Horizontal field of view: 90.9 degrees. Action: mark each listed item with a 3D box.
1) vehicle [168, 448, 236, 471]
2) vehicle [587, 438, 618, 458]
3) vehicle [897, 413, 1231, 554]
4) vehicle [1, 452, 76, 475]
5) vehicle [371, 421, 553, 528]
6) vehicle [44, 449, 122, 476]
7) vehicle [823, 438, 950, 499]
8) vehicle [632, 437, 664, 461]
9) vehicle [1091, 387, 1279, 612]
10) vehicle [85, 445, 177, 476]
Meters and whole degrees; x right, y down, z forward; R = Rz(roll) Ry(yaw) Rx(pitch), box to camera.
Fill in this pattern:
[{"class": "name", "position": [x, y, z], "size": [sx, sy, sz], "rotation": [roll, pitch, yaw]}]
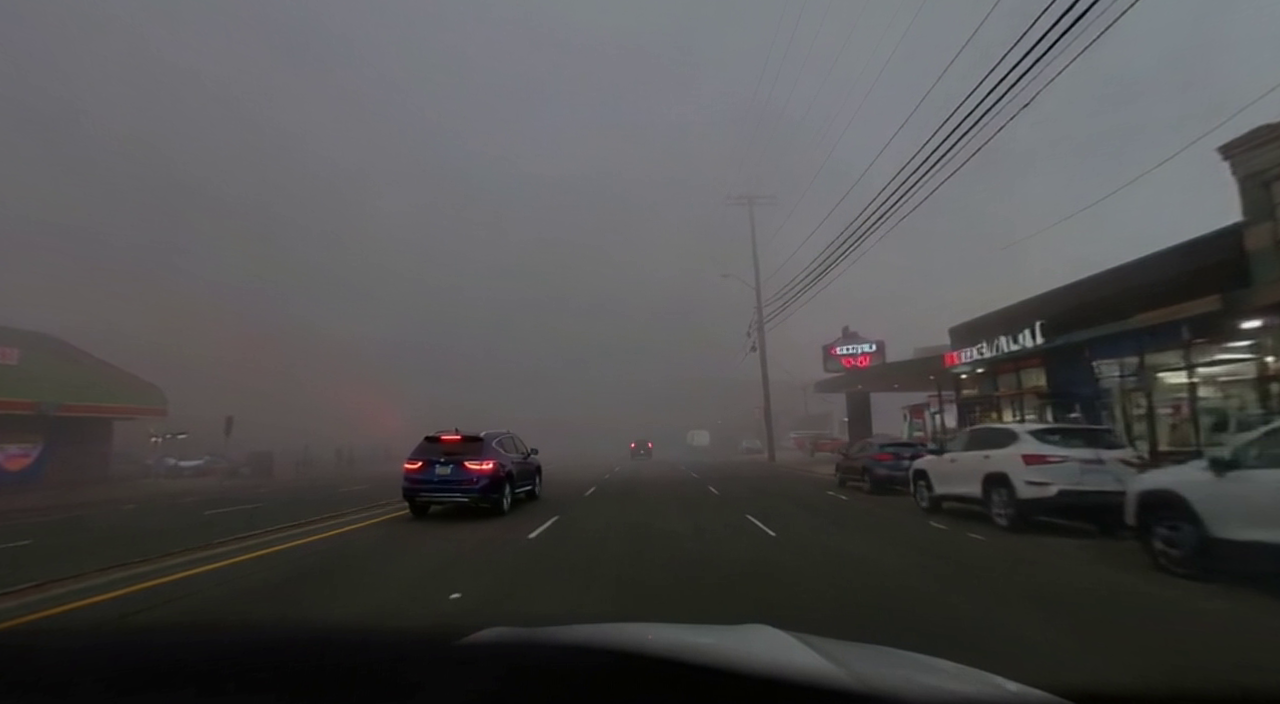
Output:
[{"class": "vehicle", "position": [-32.260, 7.914, 46.428], "size": [4.435, 1.483, 1.990], "rotation": [-5, -8, 23]}, {"class": "vehicle", "position": [-2.881, 7.483, 49.009], "size": [1.950, 1.450, 4.257], "rotation": [0, -9, 2]}, {"class": "vehicle", "position": [6.533, 2.085, 10.743], "size": [2.129, 1.802, 5.084], "rotation": [0, -9, 0]}, {"class": "vehicle", "position": [-39.996, 7.378, 41.891], "size": [4.129, 1.442, 1.732], "rotation": [-3, -9, 19]}, {"class": "vehicle", "position": [-3.073, 2.228, 12.019], "size": [2.049, 1.646, 4.445], "rotation": [0, -9, 2]}, {"class": "vehicle", "position": [-35.472, 7.034, 40.093], "size": [4.731, 1.511, 1.768], "rotation": [-5, -7, 22]}, {"class": "vehicle", "position": [6.775, 3.223, 17.853], "size": [1.896, 1.497, 4.032], "rotation": [0, -9, -1]}, {"class": "vehicle", "position": [0.523, 6.407, 41.646], "size": [2.037, 1.484, 4.073], "rotation": [0, -9, 0]}, {"class": "vehicle", "position": [6.333, 1.139, 4.668], "size": [2.116, 1.836, 5.235], "rotation": [0, -9, 1]}, {"class": "vehicle", "position": [-31.035, 6.610, 38.442], "size": [4.589, 1.779, 2.154], "rotation": [-3, -9, 20]}]
